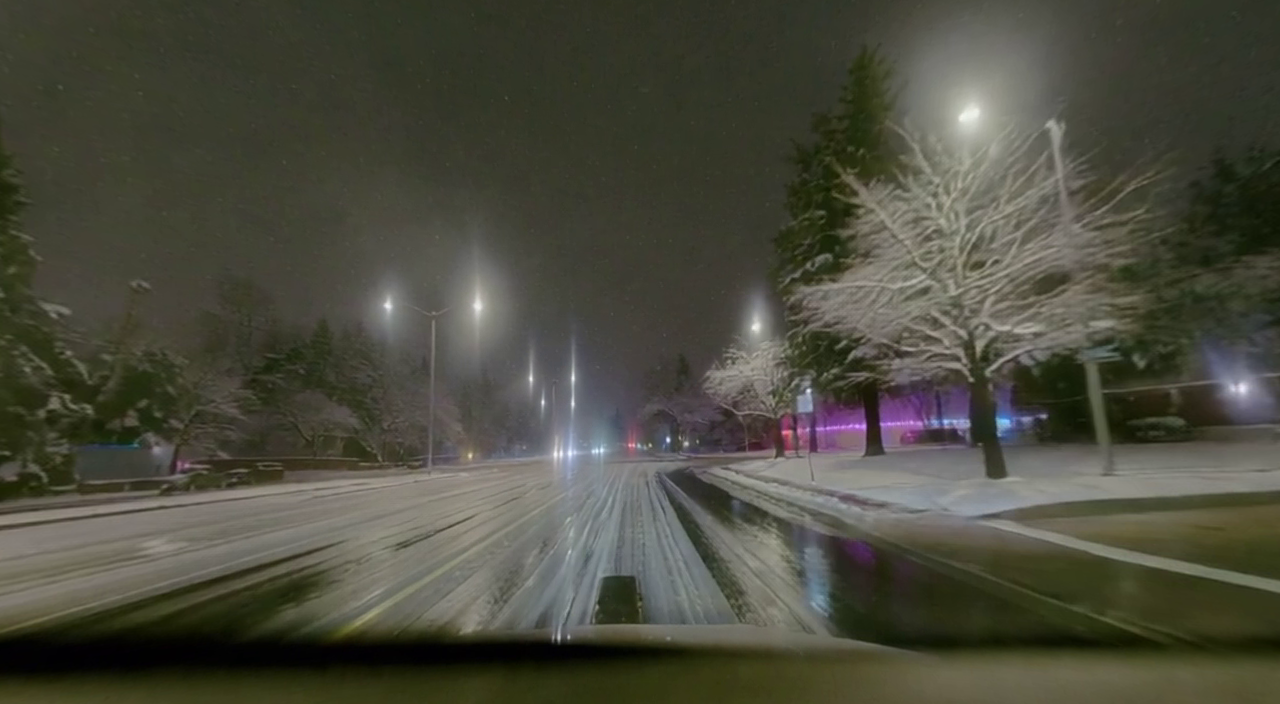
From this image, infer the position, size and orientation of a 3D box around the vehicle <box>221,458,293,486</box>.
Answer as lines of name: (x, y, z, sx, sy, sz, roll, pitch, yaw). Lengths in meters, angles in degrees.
vehicle: (-26.495, 8.288, 43.889, 1.931, 1.673, 4.623, 0, -8, 2)

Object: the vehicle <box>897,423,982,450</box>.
vehicle: (22.346, 6.300, 47.307, 5.135, 1.964, 2.402, 0, -7, 1)

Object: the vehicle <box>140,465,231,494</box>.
vehicle: (-26.914, 7.551, 37.646, 1.916, 1.456, 4.597, 0, -8, 1)

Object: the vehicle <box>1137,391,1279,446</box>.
vehicle: (24.053, 2.751, 25.546, 6.146, 2.098, 2.167, 1, -8, -4)
